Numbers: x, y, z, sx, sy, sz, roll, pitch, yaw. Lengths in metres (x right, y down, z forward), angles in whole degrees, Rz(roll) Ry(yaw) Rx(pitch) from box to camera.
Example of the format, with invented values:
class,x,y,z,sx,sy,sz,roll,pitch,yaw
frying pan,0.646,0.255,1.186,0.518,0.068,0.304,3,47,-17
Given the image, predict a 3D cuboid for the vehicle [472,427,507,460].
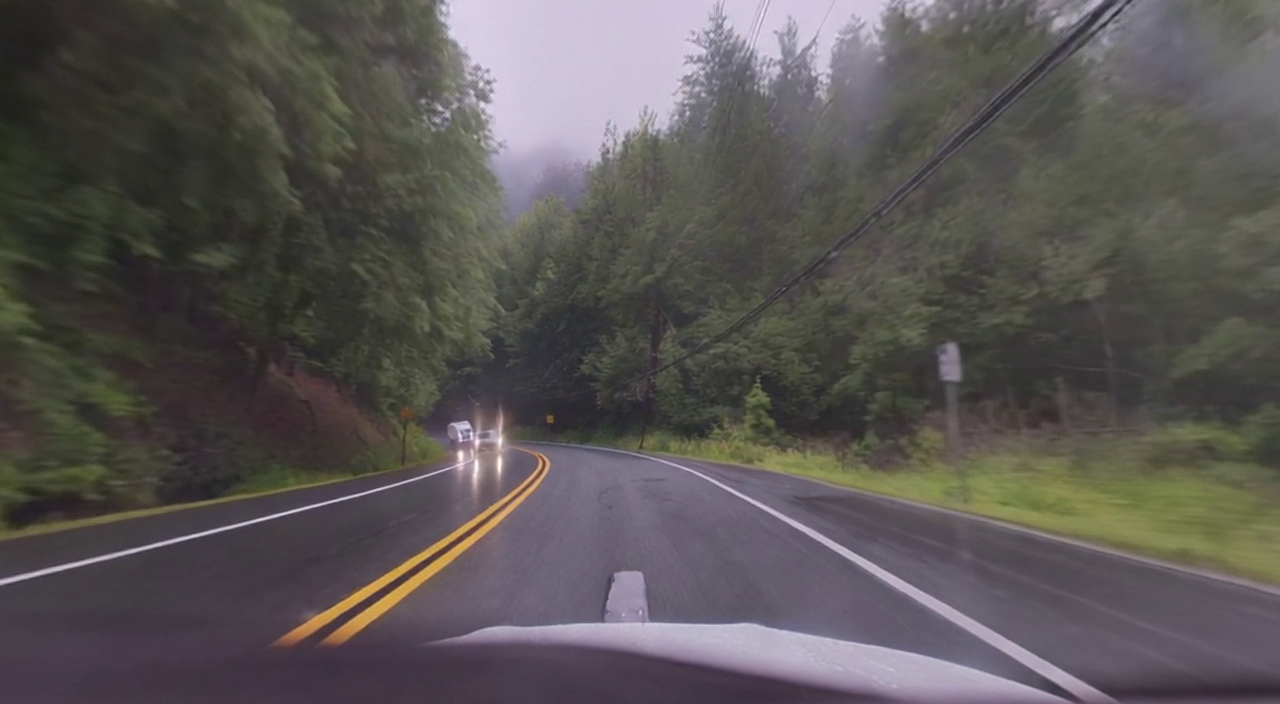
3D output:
class,x,y,z,sx,sy,sz,roll,pitch,yaw
vehicle,-10.152,6.208,42.837,2.151,2.036,4.267,1,-9,-12
